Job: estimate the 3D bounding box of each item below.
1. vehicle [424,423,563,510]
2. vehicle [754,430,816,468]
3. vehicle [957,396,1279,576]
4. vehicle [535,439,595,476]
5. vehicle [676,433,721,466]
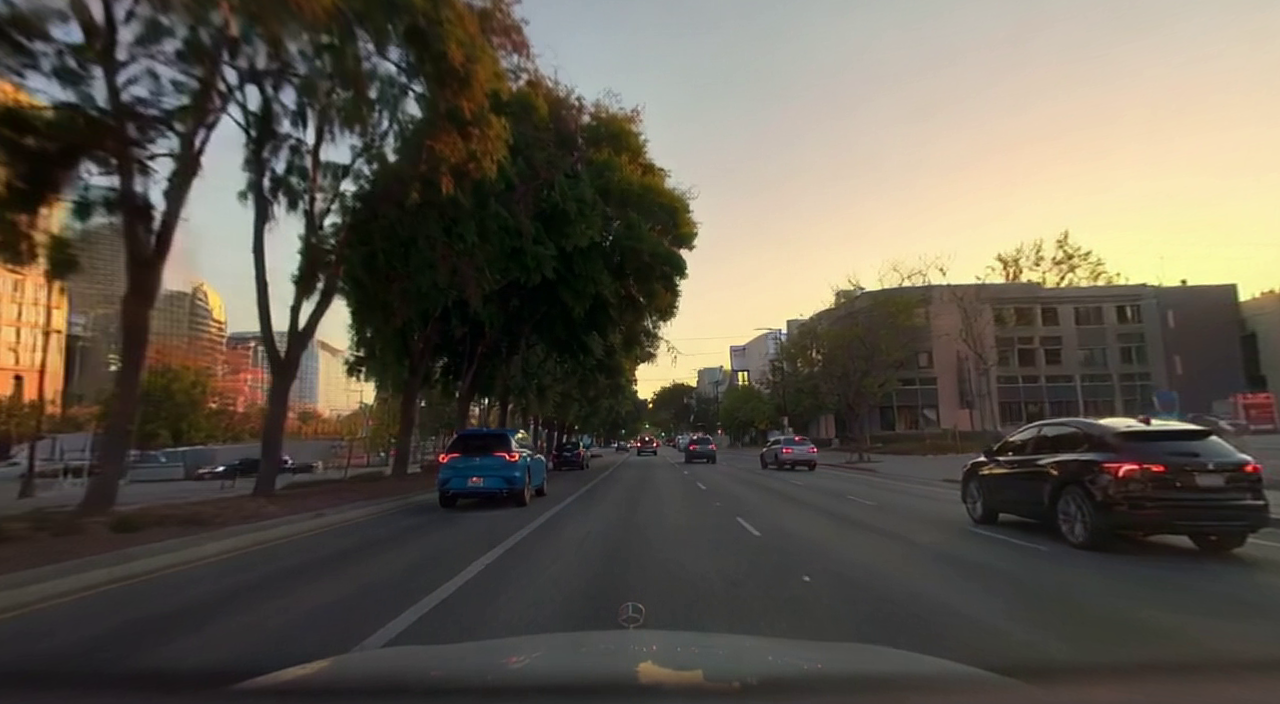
[{"bbox_3d":[-3.213,2.631,14.898,2.141,1.719,4.379,0,-9,1],"label":"vehicle"},{"bbox_3d":[7.383,5.010,32.505,2.076,1.793,4.464,0,-9,0],"label":"vehicle"},{"bbox_3d":[6.281,1.578,8.177,2.088,1.666,4.512,-1,-9,2],"label":"vehicle"},{"bbox_3d":[-3.261,4.672,28.120,2.036,1.465,4.301,-1,-9,2],"label":"vehicle"},{"bbox_3d":[3.418,5.823,37.635,2.178,1.804,4.766,0,-8,0],"label":"vehicle"}]
